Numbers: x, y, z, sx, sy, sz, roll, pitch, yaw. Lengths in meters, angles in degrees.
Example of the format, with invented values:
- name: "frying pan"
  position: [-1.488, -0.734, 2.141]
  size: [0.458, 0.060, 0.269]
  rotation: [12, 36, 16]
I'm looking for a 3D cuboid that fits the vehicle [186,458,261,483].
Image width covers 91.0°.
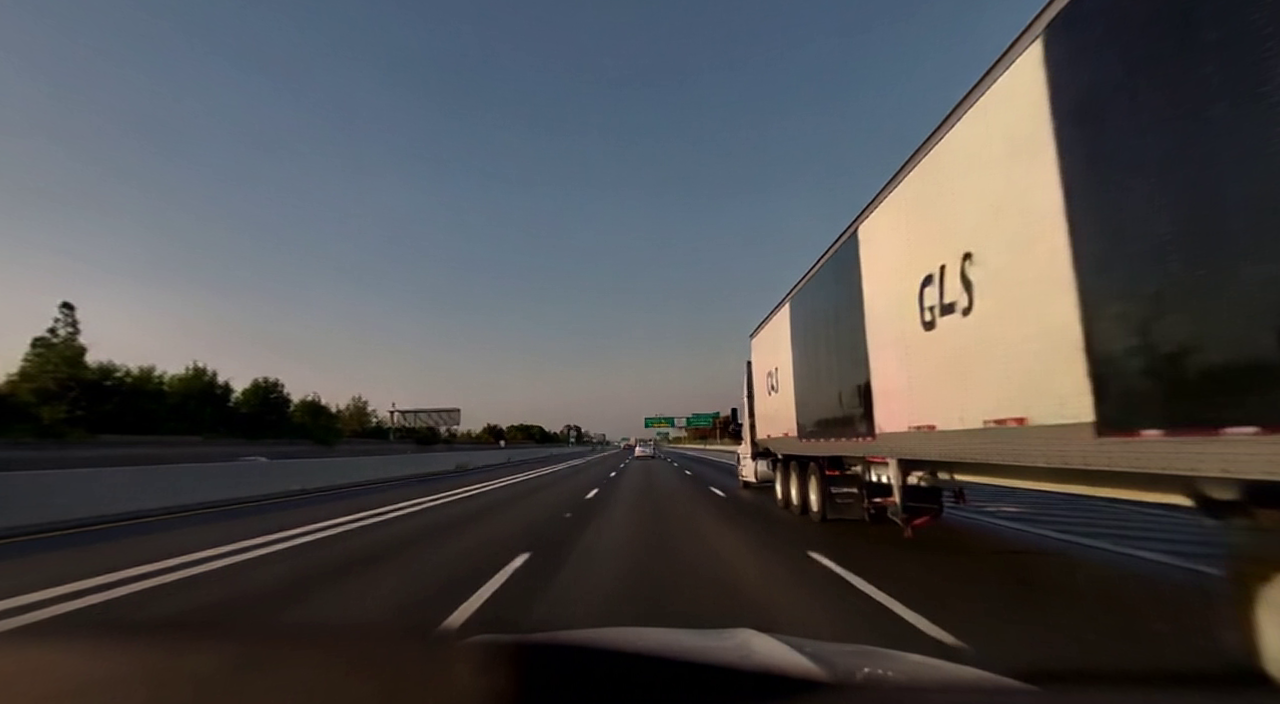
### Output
- name: "vehicle"
  position: [-28.737, 8.177, 43.652]
  size: [1.858, 1.531, 4.830]
  rotation: [0, -8, 1]

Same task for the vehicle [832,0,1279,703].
- name: "vehicle"
  position: [4.117, -0.218, 3.169]
  size: [3.014, 4.068, 10.359]
  rotation: [0, -8, 0]

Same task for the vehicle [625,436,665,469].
- name: "vehicle"
  position: [0.261, 5.461, 34.317]
  size: [2.050, 1.654, 4.192]
  rotation: [0, -8, 0]
